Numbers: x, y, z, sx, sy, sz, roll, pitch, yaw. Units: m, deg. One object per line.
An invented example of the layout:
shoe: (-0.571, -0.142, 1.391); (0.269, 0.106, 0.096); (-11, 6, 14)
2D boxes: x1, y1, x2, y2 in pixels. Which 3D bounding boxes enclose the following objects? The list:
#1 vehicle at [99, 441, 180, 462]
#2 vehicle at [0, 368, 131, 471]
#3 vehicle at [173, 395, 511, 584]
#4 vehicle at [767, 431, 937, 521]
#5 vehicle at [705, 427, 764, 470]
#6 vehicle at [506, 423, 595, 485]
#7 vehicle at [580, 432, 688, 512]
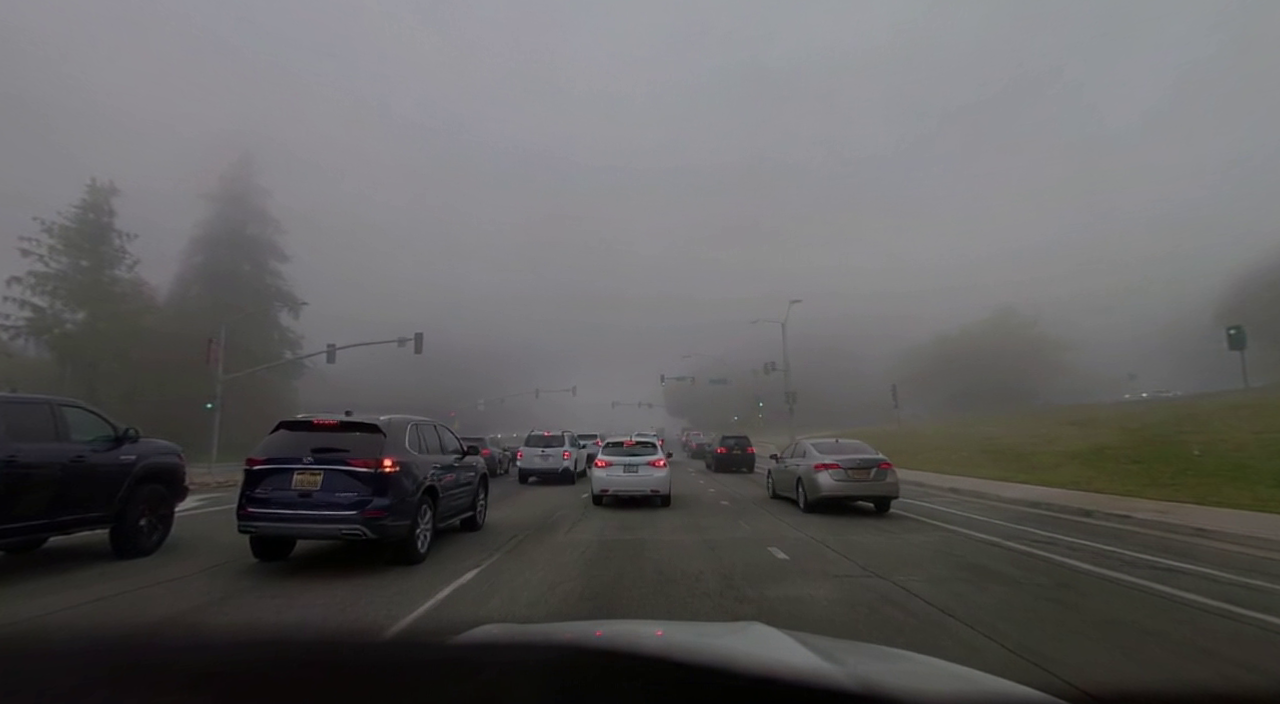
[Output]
vehicle: (-37.224, 7.418, 47.067); (4.384, 1.462, 1.854); (-1, -8, -1)
vehicle: (-27.938, 2.634, 24.894); (3.181, 4.189, 14.107); (-1, -8, 5)
vehicle: (-3.319, 1.665, 8.594); (2.111, 1.745, 5.274); (0, -8, -1)
vehicle: (3.903, 2.347, 12.496); (1.884, 1.463, 4.195); (0, -8, 0)
vehicle: (4.320, 4.500, 29.605); (2.099, 1.845, 4.363); (0, -8, 0)
vehicle: (-2.884, 3.428, 21.441); (2.218, 1.829, 4.492); (-1, -8, 2)
vehicle: (-0.099, 2.566, 14.067); (2.030, 1.477, 4.330); (0, -8, 0)
